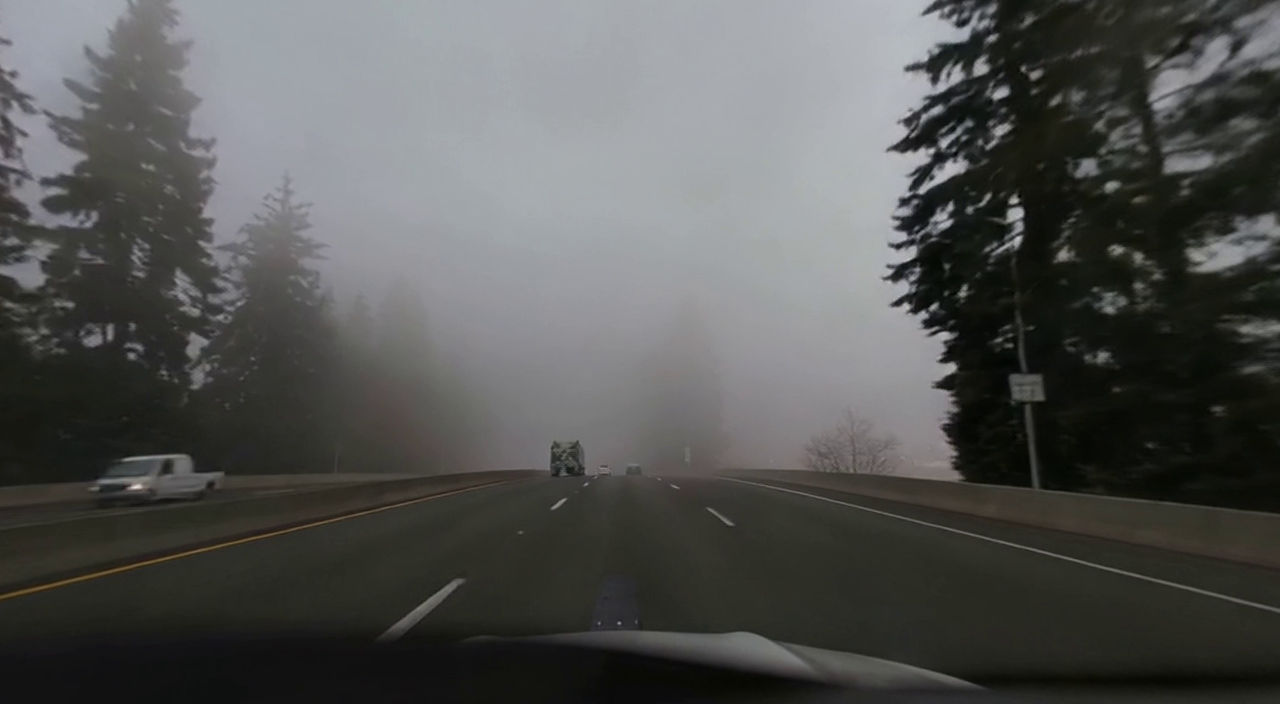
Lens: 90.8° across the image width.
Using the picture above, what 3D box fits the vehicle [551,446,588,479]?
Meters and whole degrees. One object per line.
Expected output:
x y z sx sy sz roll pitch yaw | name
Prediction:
-5.138 8.081 46.649 2.323 2.252 4.808 0 -8 -2 | vehicle

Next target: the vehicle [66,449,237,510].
-16.321 4.222 21.542 2.069 1.776 4.803 0 -8 -2 | vehicle
